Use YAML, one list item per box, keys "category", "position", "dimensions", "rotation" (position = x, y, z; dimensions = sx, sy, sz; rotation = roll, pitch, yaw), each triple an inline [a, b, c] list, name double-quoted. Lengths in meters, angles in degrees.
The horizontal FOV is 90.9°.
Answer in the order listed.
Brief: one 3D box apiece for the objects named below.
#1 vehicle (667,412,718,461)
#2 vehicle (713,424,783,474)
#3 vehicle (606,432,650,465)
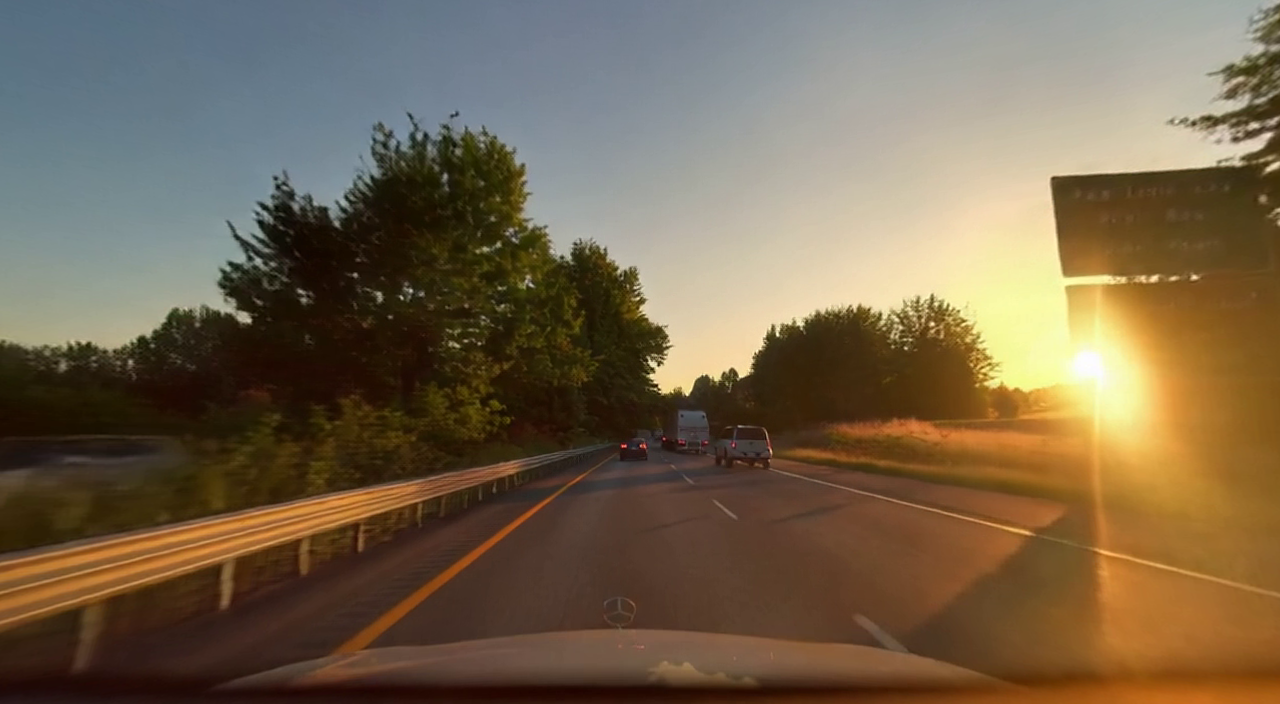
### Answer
- category: "vehicle"
  position: [3.416, 5.771, 43.046]
  dimensions: [2.728, 3.053, 7.708]
  rotation: [0, -8, 0]
- category: "vehicle"
  position: [4.397, 3.994, 26.290]
  dimensions: [2.073, 1.905, 4.023]
  rotation: [0, -8, -2]
- category: "vehicle"
  position: [-0.639, 5.189, 34.086]
  dimensions: [2.206, 1.681, 4.111]
  rotation: [0, -8, -1]
